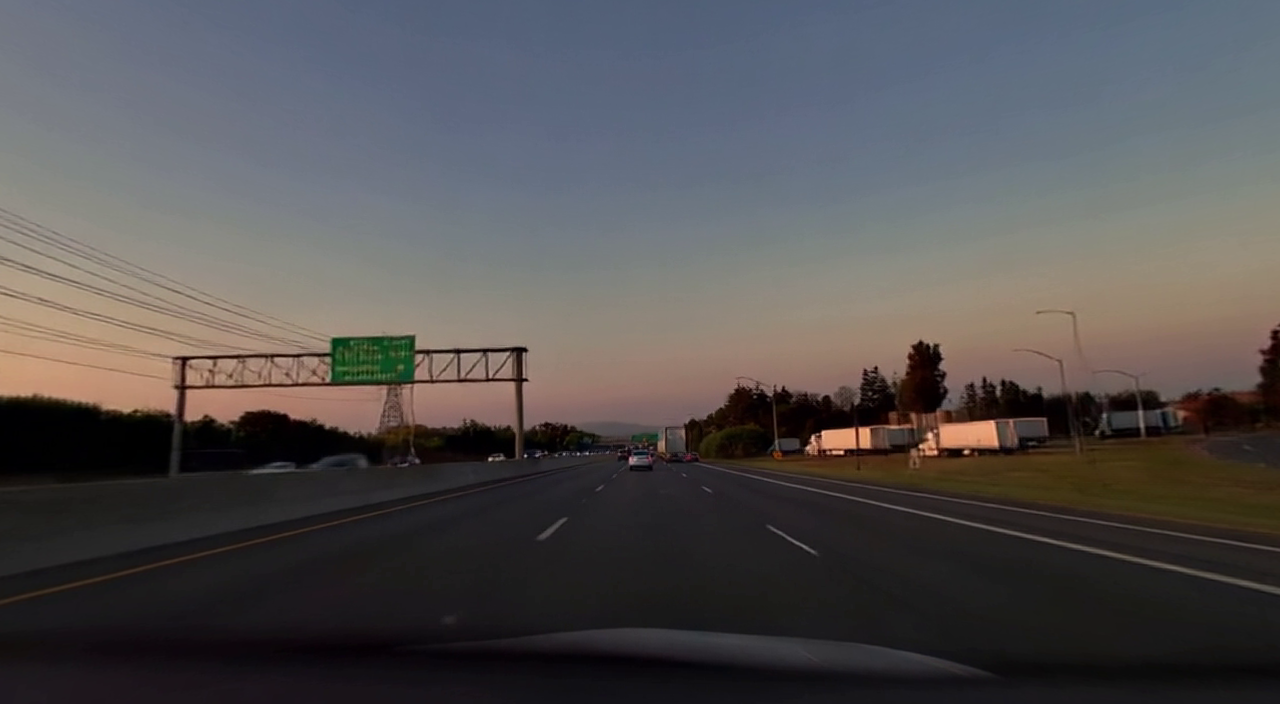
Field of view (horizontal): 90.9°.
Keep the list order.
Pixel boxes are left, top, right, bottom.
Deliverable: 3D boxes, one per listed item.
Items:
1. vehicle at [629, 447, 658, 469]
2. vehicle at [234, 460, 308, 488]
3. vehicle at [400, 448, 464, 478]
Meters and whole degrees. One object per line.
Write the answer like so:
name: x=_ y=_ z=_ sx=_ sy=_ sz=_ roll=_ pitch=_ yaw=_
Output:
vehicle: x=0.278 y=8.154 z=48.430 sx=2.111 sy=1.599 sz=3.859 roll=0 pitch=-9 yaw=0
vehicle: x=-22.557 y=7.434 z=38.752 sx=1.825 sy=1.524 sz=4.595 roll=0 pitch=-9 yaw=-1
vehicle: x=-11.375 y=6.105 z=34.851 sx=1.950 sy=1.505 sz=4.757 roll=0 pitch=-9 yaw=0
